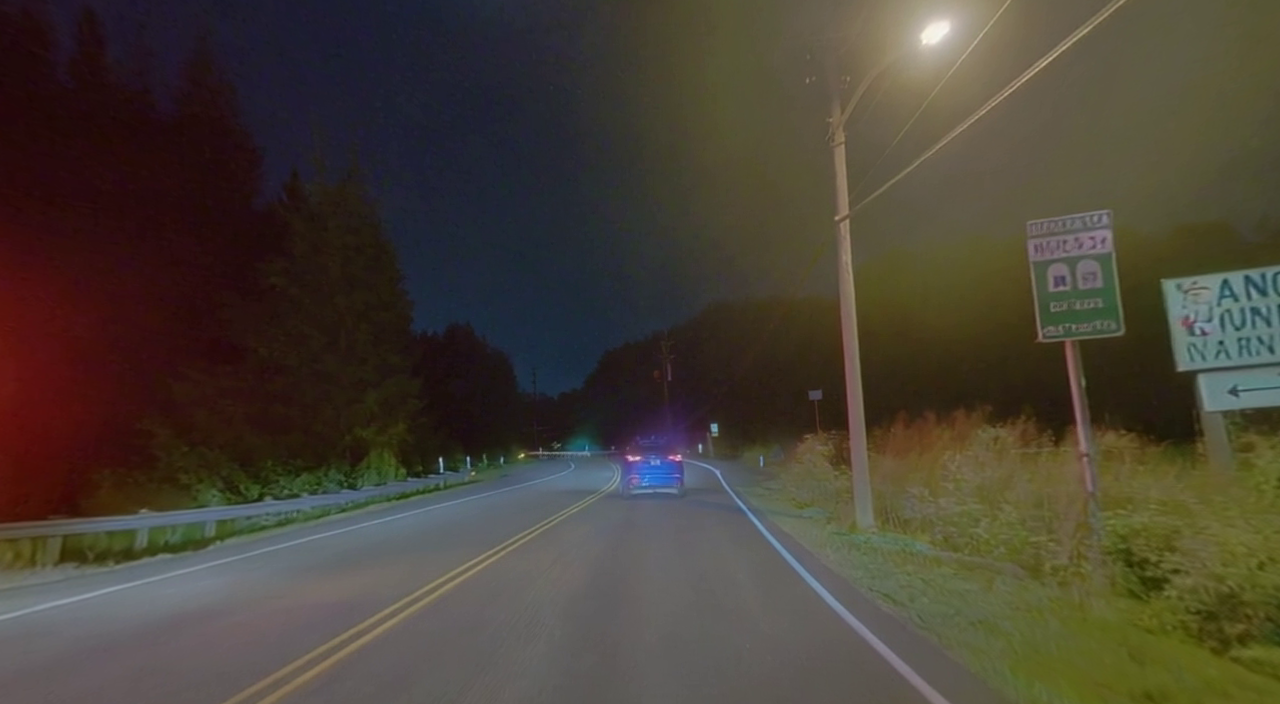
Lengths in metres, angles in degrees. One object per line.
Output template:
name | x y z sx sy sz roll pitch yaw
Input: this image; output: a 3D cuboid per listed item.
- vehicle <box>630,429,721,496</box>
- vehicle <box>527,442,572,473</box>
vehicle | 0.882 2.820 16.371 2.081 1.503 3.726 0 -8 2
vehicle | -6.467 7.404 44.591 2.668 1.981 5.575 2 -9 -12
